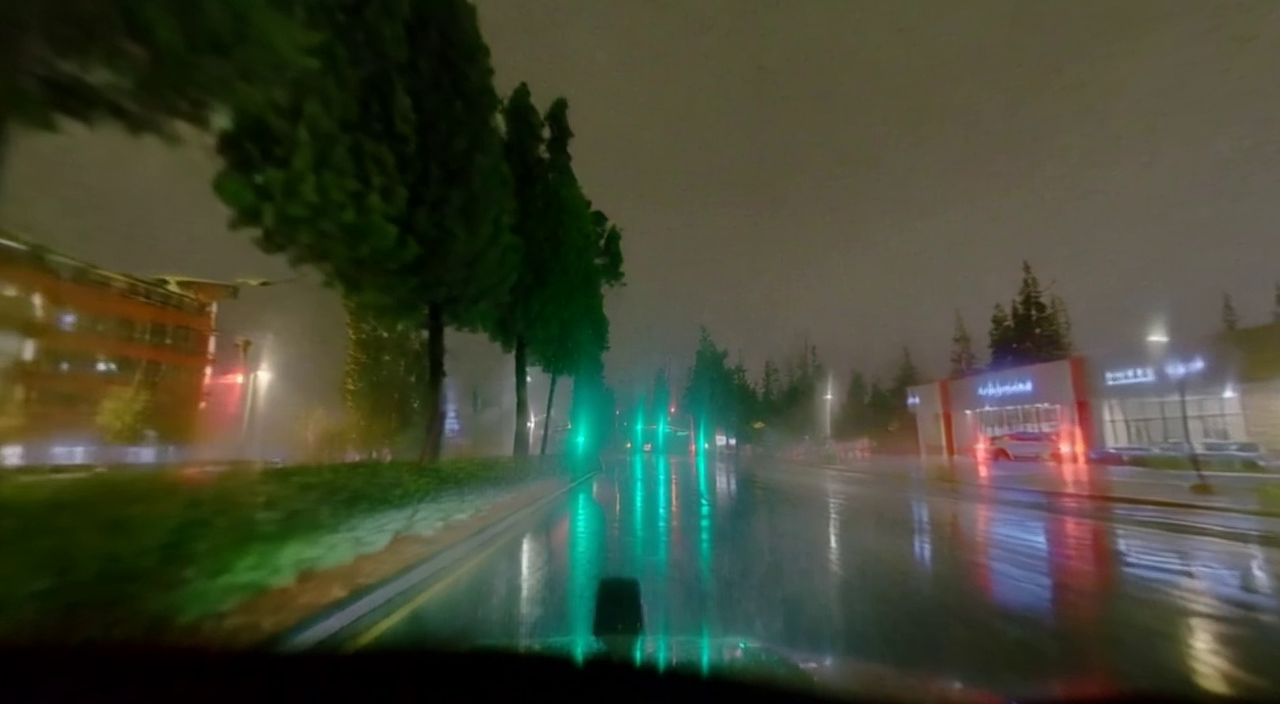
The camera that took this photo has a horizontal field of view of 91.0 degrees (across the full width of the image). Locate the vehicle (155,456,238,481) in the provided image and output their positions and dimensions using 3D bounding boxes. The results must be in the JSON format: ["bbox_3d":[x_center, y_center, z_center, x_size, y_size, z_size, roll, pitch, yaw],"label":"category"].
[{"bbox_3d":[-29.805,7.825,42.343,4.154,1.510,1.847,-1,-8,1],"label":"vehicle"}]

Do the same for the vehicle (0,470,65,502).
[{"bbox_3d":[-29.293,6.206,29.323,3.322,1.358,1.617,1,-8,-2],"label":"vehicle"}]

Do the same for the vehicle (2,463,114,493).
[{"bbox_3d":[-29.428,6.372,31.908,3.739,1.432,1.902,0,-9,-1],"label":"vehicle"}]

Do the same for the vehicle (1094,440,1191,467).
[{"bbox_3d":[31.150,6.306,39.136,4.211,1.574,1.973,-1,-8,5],"label":"vehicle"}]

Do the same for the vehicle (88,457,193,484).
[{"bbox_3d":[-29.435,6.987,37.210,4.350,1.512,2.145,0,-9,-1],"label":"vehicle"}]

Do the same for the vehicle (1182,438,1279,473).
[{"bbox_3d":[32.033,5.514,33.566,4.301,1.760,2.057,0,-8,-1],"label":"vehicle"}]

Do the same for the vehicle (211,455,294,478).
[{"bbox_3d":[-29.628,8.755,48.240,4.739,1.638,2.515,0,-9,-1],"label":"vehicle"}]
